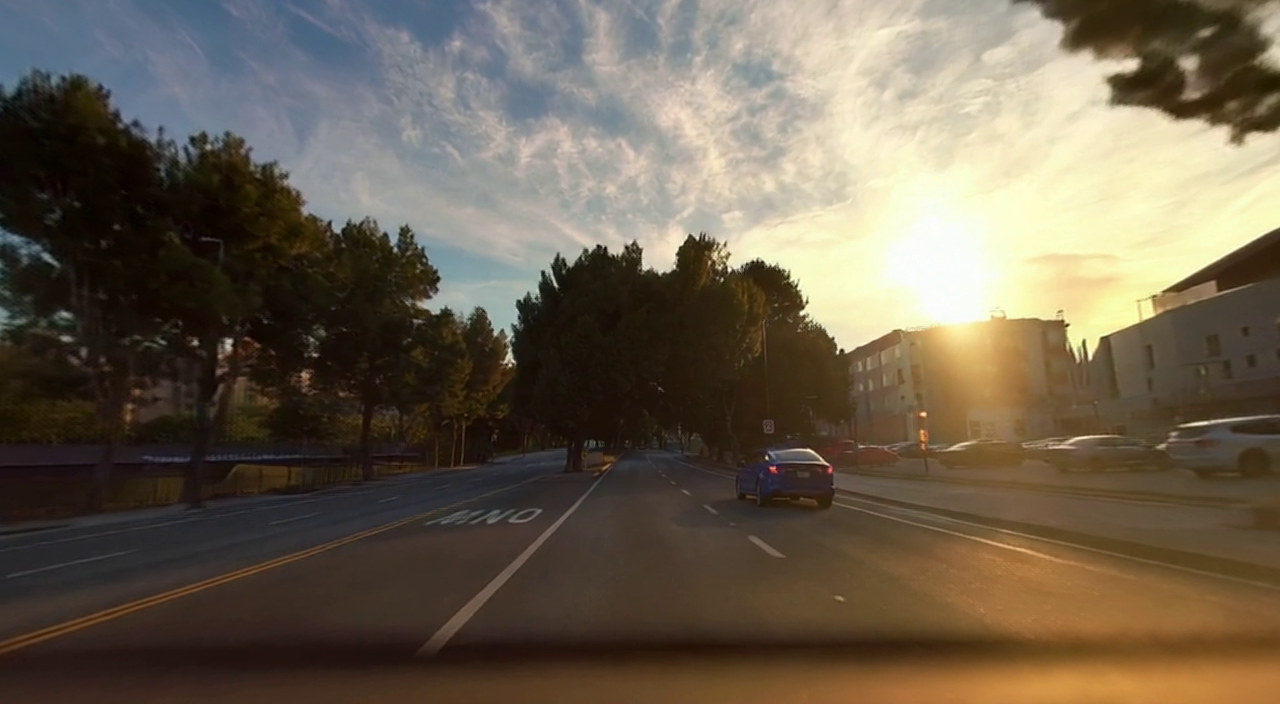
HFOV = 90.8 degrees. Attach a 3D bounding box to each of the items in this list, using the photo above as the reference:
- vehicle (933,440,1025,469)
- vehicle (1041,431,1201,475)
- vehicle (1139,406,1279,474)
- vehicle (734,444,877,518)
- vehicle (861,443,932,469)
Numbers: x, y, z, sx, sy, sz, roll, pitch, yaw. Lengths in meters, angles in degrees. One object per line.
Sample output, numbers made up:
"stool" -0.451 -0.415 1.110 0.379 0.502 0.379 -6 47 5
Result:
"vehicle" 17.682 5.344 33.096 3.622 1.432 2.029 0 -9 -3
"vehicle" 18.162 3.828 24.016 4.436 1.556 1.997 0 -9 -2
"vehicle" 18.527 2.523 18.147 6.156 1.801 2.491 -1 -9 0
"vehicle" 3.736 2.974 15.232 2.114 1.493 4.430 0 -8 -2
"vehicle" 19.418 7.895 47.873 4.418 1.418 1.873 -5 -14 -2
